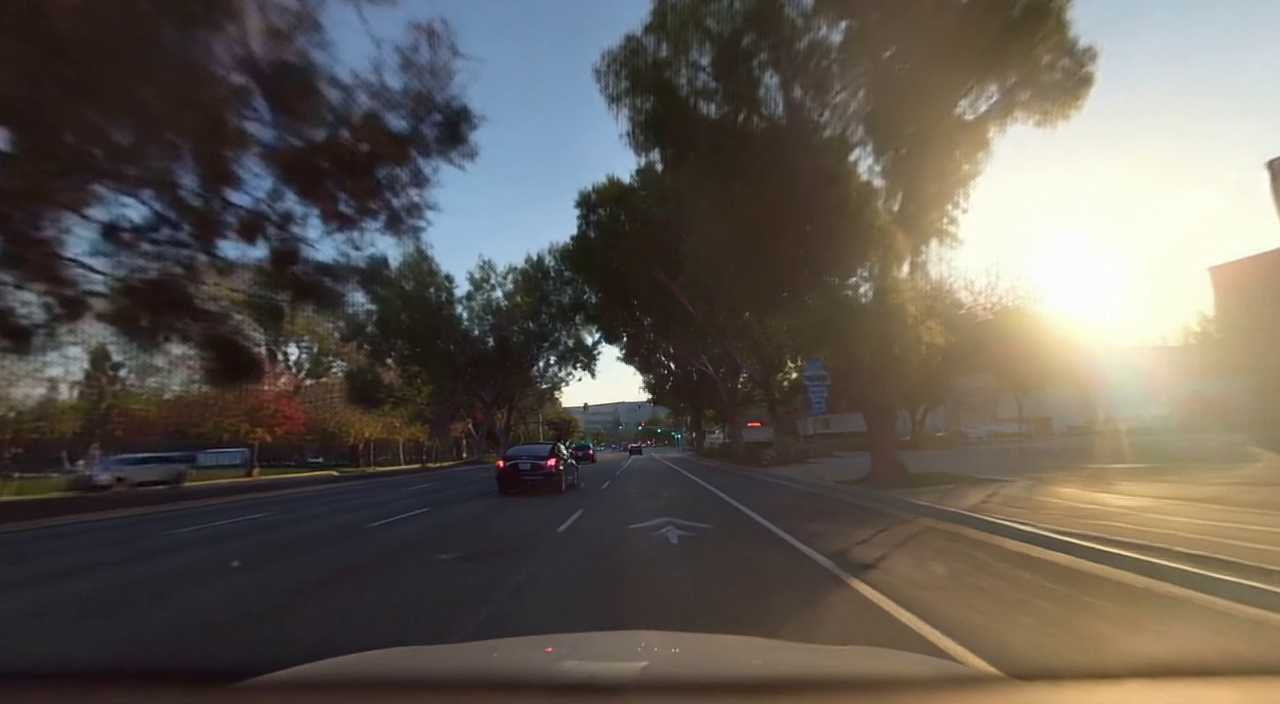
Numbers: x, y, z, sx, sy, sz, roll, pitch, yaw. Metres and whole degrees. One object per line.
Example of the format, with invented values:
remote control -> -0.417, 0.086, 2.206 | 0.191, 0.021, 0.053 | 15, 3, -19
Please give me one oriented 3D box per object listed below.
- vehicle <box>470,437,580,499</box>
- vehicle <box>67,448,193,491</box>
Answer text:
vehicle -> -3.050, 3.181, 17.732 | 2.152, 1.479, 4.394 | 0, -8, 2
vehicle -> -25.105, 5.749, 31.308 | 2.099, 1.906, 4.891 | 0, -8, 1
